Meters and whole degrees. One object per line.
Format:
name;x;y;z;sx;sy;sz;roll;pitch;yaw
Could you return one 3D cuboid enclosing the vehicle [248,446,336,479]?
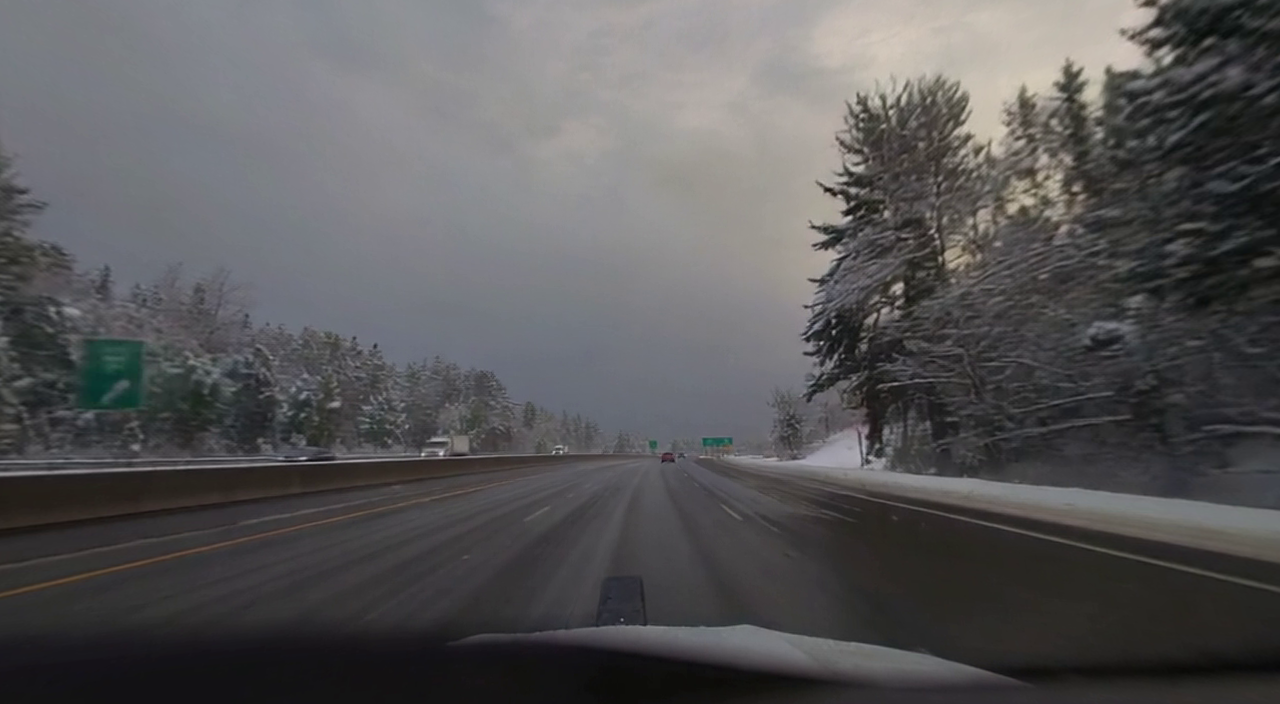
vehicle;-18.632;5.912;34.006;2.020;1.650;4.606;-1;-9;2
